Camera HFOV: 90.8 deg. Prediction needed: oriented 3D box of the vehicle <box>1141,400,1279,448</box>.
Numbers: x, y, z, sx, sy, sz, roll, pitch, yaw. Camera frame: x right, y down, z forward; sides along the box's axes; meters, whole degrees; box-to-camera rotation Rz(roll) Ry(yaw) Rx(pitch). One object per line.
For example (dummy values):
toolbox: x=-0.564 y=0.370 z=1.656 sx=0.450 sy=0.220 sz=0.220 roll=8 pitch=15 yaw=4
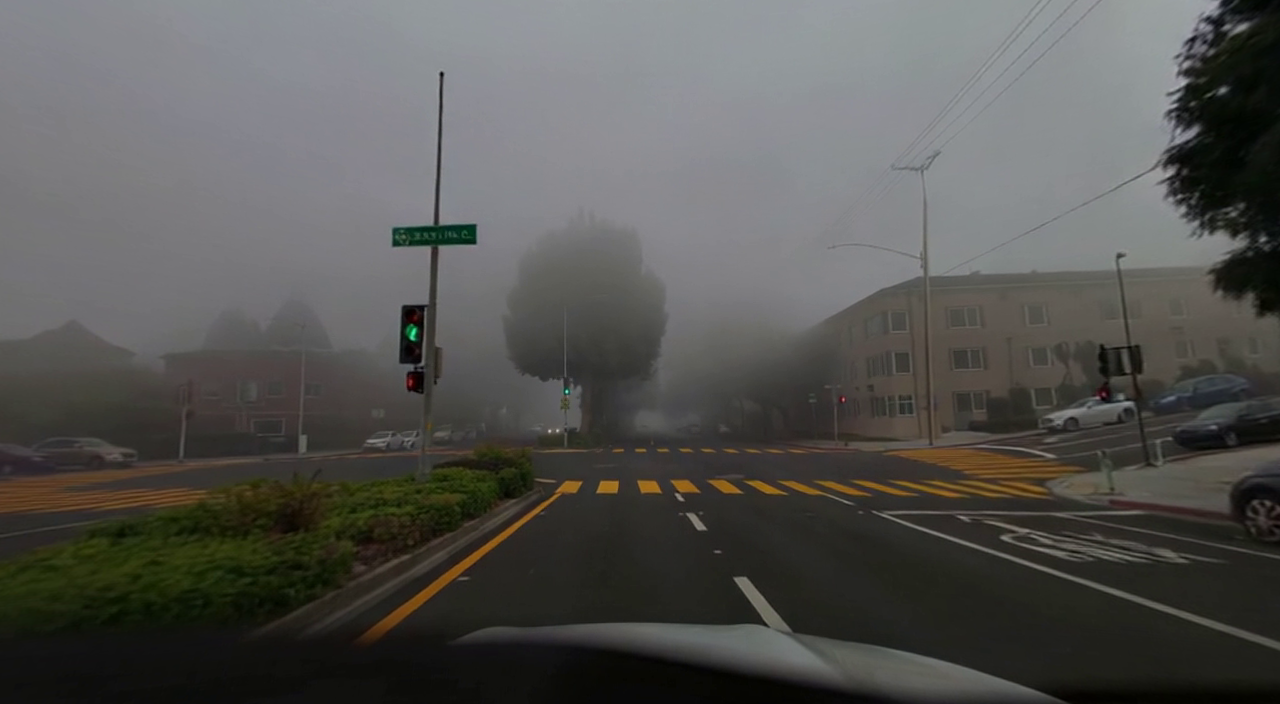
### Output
vehicle: x=19.678 y=2.419 z=21.041 sx=4.341 sy=1.481 sz=1.837 roll=0 pitch=-9 yaw=-1

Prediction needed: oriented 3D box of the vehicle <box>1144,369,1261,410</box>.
vehicle: x=27.903 y=1.851 z=31.438 sx=3.978 sy=1.843 sz=1.874 roll=-2 pitch=-2 yaw=1

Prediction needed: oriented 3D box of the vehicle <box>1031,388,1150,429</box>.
vehicle: x=22.164 y=2.765 z=31.190 sx=4.531 sy=1.753 sz=1.964 roll=-2 pitch=-2 yaw=-5

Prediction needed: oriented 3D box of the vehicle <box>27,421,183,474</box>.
vehicle: x=-25.797 y=4.618 z=30.635 sx=5.319 sy=2.388 sz=2.288 roll=0 pitch=-9 yaw=-1

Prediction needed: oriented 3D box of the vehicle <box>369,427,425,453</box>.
vehicle: x=-18.562 y=6.762 z=48.520 sx=2.225 sy=1.871 sz=5.189 roll=0 pitch=-9 yaw=-1
